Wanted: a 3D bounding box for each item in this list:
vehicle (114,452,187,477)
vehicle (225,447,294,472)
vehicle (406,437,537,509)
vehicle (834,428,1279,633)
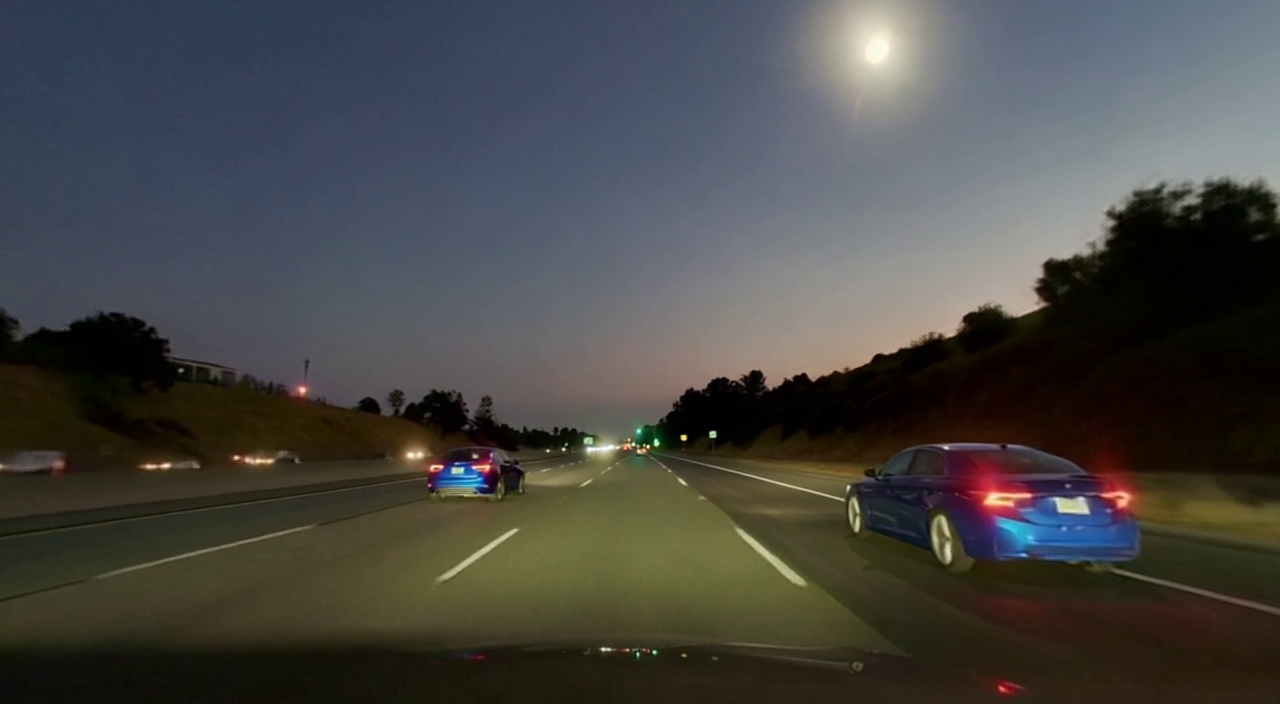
[{"bbox_3d":[-36.357,8.359,46.915,1.882,1.744,4.480,0,-9,-1],"label":"vehicle"},{"bbox_3d":[-28.815,8.163,47.912,2.033,1.774,5.027,0,-9,1],"label":"vehicle"},{"bbox_3d":[-3.994,2.932,15.777,1.987,1.516,4.478,0,-9,1],"label":"vehicle"},{"bbox_3d":[4.007,1.677,7.074,2.049,1.481,4.774,0,-9,-1],"label":"vehicle"}]
